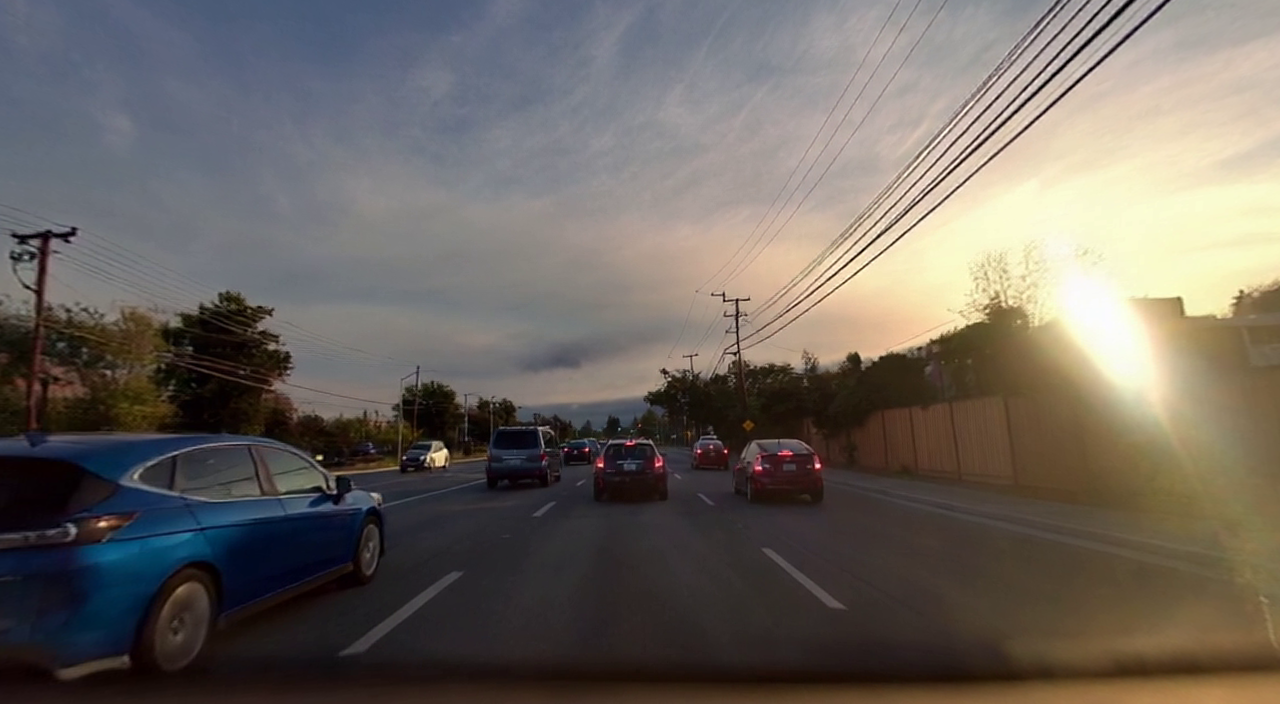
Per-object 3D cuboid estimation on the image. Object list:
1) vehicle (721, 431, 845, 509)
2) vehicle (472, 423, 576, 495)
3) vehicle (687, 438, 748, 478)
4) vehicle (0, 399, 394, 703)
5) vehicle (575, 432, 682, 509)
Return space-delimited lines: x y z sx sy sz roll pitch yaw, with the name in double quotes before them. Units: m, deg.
"vehicle" 3.074 2.604 14.395 1.880 1.521 3.724 0 -8 -1
"vehicle" -3.258 3.136 18.834 2.092 1.839 4.736 0 -8 1
"vehicle" 3.119 4.357 26.217 1.878 1.479 4.461 0 -8 -1
"vehicle" -3.288 1.089 3.541 2.004 1.454 4.349 0 -8 1
"vehicle" -0.238 2.615 14.380 2.097 1.511 3.809 0 -8 0
